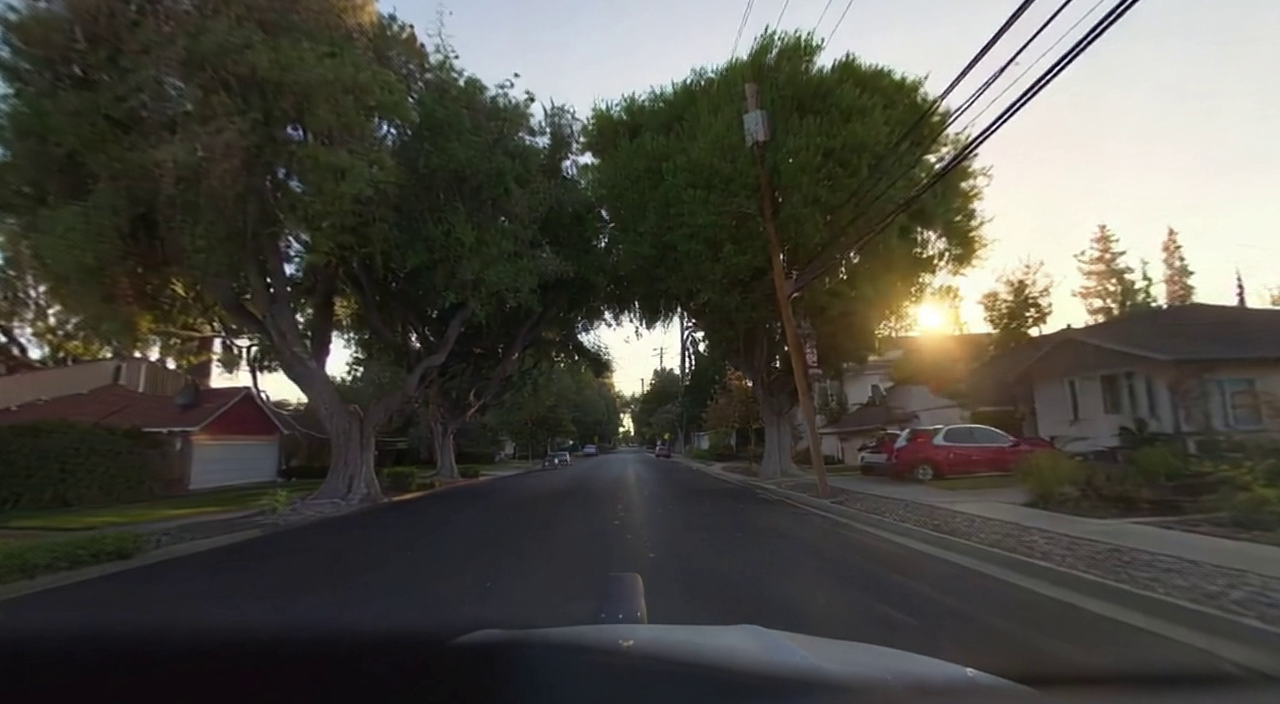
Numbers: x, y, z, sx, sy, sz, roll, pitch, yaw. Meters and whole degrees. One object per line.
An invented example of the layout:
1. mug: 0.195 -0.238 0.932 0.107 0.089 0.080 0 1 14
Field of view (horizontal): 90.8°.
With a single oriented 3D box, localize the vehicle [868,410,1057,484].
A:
1. vehicle: 9.889 2.958 19.677 4.555 1.803 2.151 -4 -8 -3
